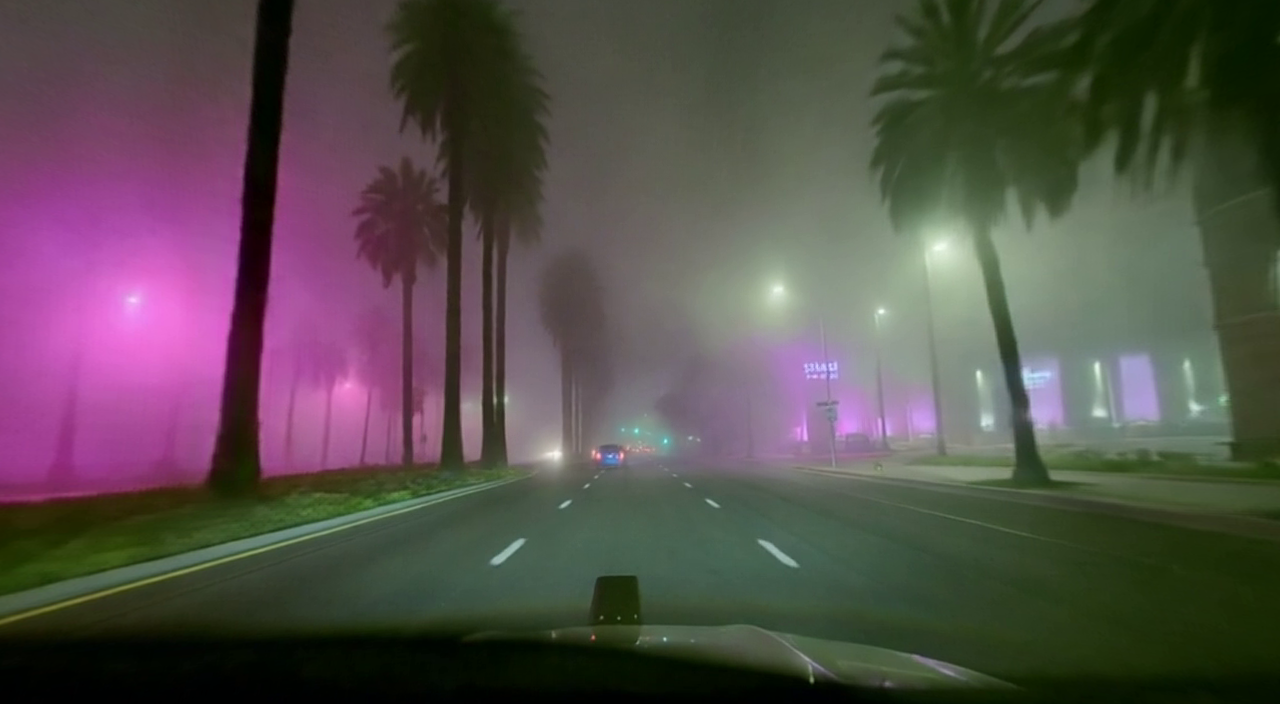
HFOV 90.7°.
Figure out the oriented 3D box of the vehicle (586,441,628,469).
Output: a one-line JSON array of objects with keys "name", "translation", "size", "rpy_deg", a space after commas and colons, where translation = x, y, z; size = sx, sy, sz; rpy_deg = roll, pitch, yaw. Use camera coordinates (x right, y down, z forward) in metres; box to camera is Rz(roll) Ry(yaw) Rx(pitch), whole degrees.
[{"name": "vehicle", "translation": [-1.984, 6.440, 39.560], "size": [2.160, 1.615, 4.117], "rpy_deg": [-1, -9, 4]}]
